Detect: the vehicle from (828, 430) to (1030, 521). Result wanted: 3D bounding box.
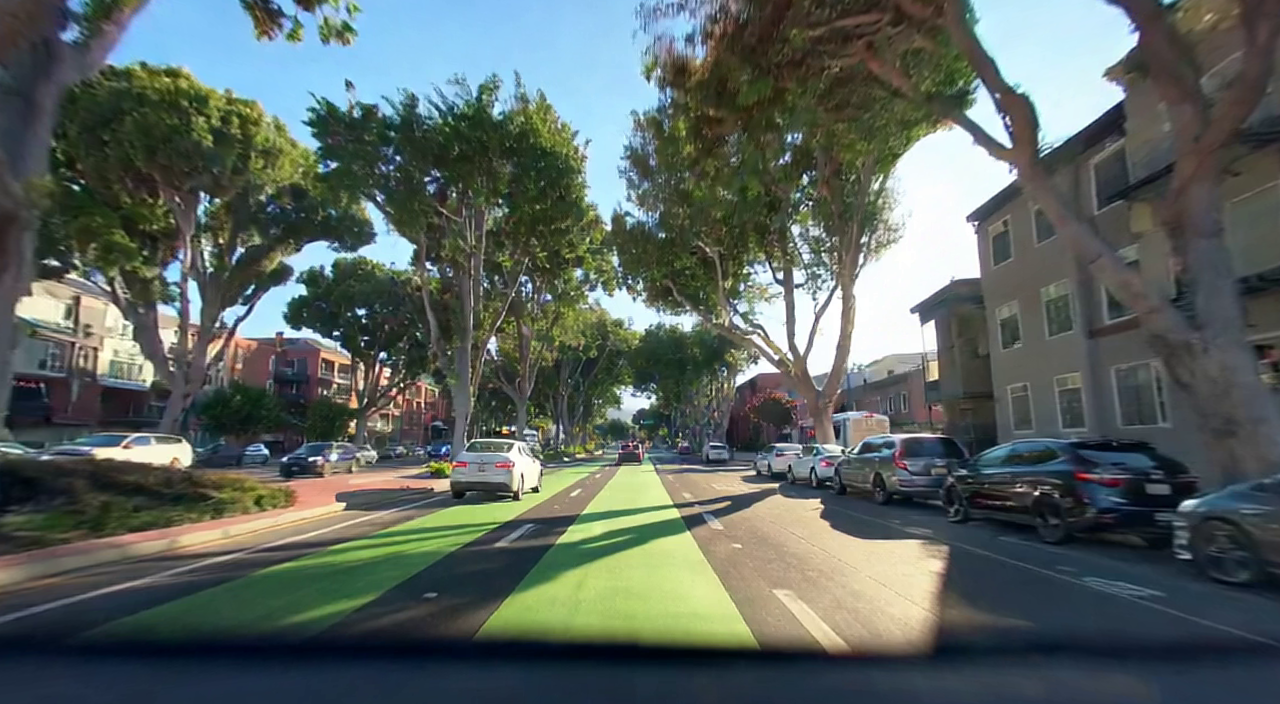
[{"bbox_3d":[6.505,2.826,15.133,2.375,1.786,5.078,0,-8,-1],"label":"vehicle"}]

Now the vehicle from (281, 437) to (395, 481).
[{"bbox_3d":[-11.706,4.167,24.960,1.972,1.533,5.024,0,-8,0],"label":"vehicle"}]

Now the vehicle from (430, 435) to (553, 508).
[{"bbox_3d":[-3.459,2.869,15.660,1.934,1.522,4.287,0,-8,1],"label":"vehicle"}]

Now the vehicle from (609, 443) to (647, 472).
[{"bbox_3d":[-0.645,5.822,35.190,1.999,1.520,3.896,0,-8,0],"label":"vehicle"}]

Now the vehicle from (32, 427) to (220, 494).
[{"bbox_3d":[-15.149,3.211,19.033,1.928,1.744,4.405,0,-8,-1],"label":"vehicle"}]

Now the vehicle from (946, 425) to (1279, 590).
[{"bbox_3d":[6.519,1.924,8.810,2.101,1.655,4.592,0,-8,-1],"label":"vehicle"}]
